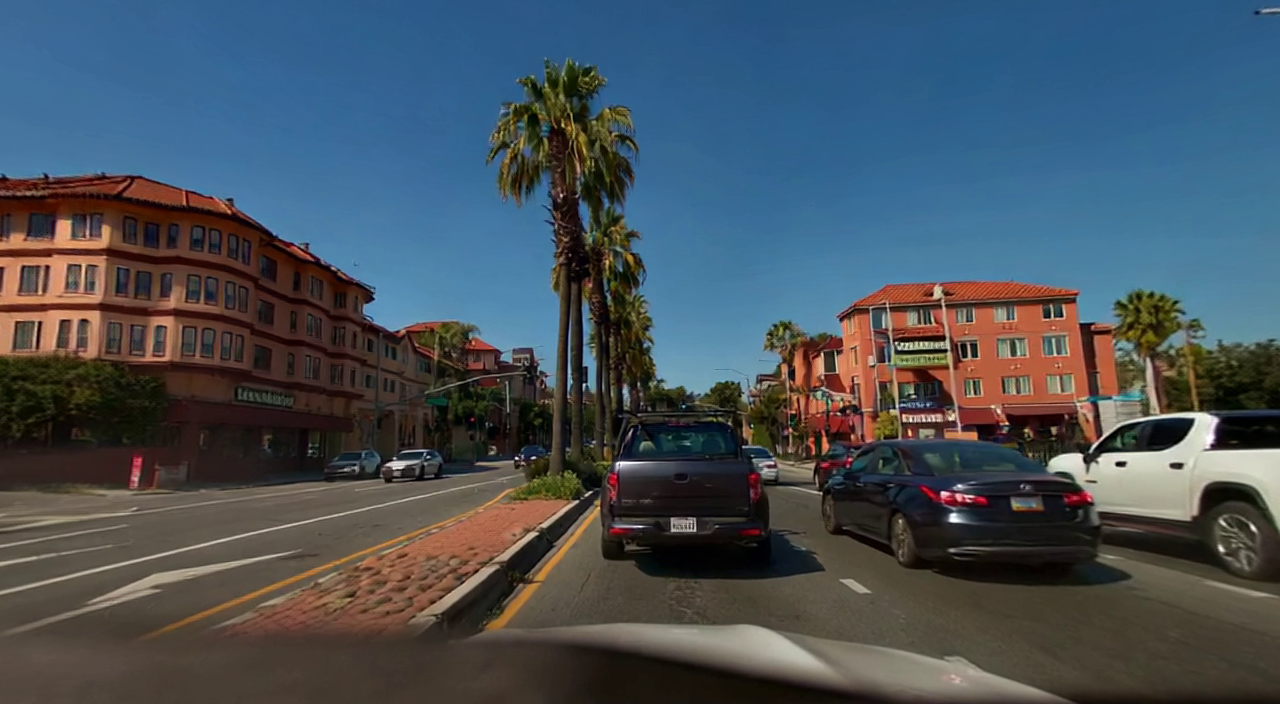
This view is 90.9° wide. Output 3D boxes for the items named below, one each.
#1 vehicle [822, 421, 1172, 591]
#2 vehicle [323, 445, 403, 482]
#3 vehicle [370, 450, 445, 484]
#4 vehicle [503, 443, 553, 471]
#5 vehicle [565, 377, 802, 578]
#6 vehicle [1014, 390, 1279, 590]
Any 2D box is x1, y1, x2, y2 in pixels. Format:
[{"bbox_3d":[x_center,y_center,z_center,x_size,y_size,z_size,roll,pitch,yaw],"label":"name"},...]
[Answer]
[{"bbox_3d":[3.982,1.773,8.092,2.072,1.595,4.124,0,-9,1],"label":"vehicle"},{"bbox_3d":[-14.810,5.971,34.075,2.061,1.804,4.671,-1,-9,2],"label":"vehicle"},{"bbox_3d":[-11.337,5.613,31.127,2.031,1.534,4.079,-1,-9,2],"label":"vehicle"},{"bbox_3d":[-7.476,7.052,42.506,2.268,1.733,4.821,-1,-9,3],"label":"vehicle"},{"bbox_3d":[0.507,1.731,9.454,2.487,2.115,5.444,0,-9,1],"label":"vehicle"},{"bbox_3d":[7.476,1.624,7.935,2.215,1.973,5.323,0,-9,0],"label":"vehicle"}]
